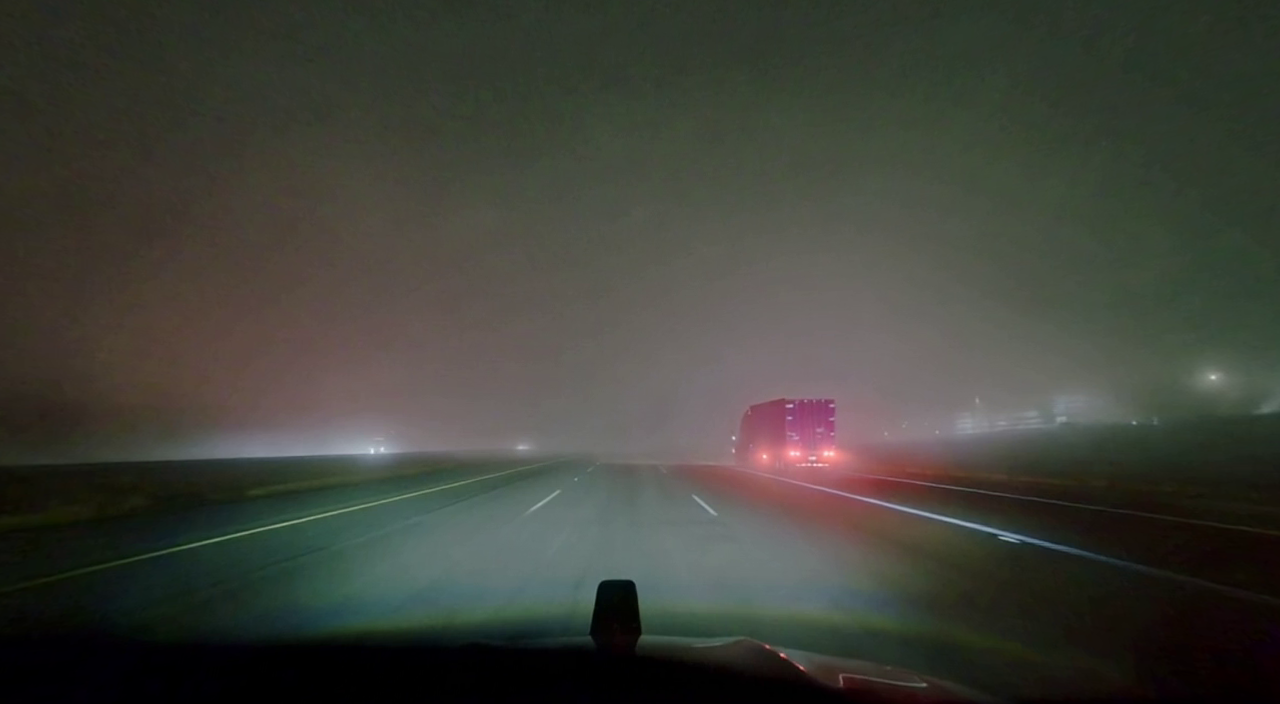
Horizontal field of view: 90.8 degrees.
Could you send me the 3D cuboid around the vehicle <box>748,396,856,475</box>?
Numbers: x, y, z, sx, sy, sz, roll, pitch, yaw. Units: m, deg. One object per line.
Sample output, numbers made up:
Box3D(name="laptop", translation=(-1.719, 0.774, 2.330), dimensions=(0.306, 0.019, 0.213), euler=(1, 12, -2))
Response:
Box3D(name="vehicle", translation=(6.847, 3.787, 27.965), dimensions=(2.627, 3.011, 7.287), euler=(0, -9, -1))
